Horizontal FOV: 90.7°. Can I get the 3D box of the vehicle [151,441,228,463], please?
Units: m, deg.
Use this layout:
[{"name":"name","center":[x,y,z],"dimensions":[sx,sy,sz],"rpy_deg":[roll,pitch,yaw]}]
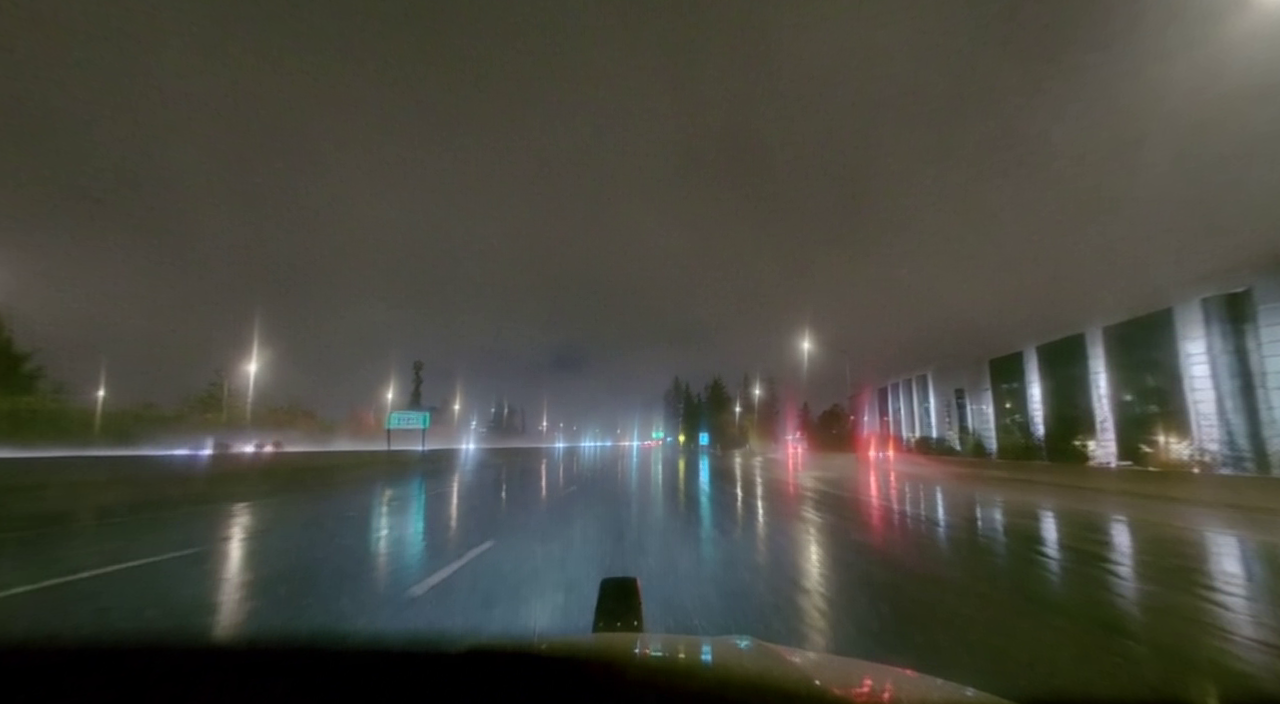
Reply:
[{"name":"vehicle","center":[-31.907,7.077,44.988],"dimensions":[2.065,1.462,4.592],"rpy_deg":[0,-9,0]}]
